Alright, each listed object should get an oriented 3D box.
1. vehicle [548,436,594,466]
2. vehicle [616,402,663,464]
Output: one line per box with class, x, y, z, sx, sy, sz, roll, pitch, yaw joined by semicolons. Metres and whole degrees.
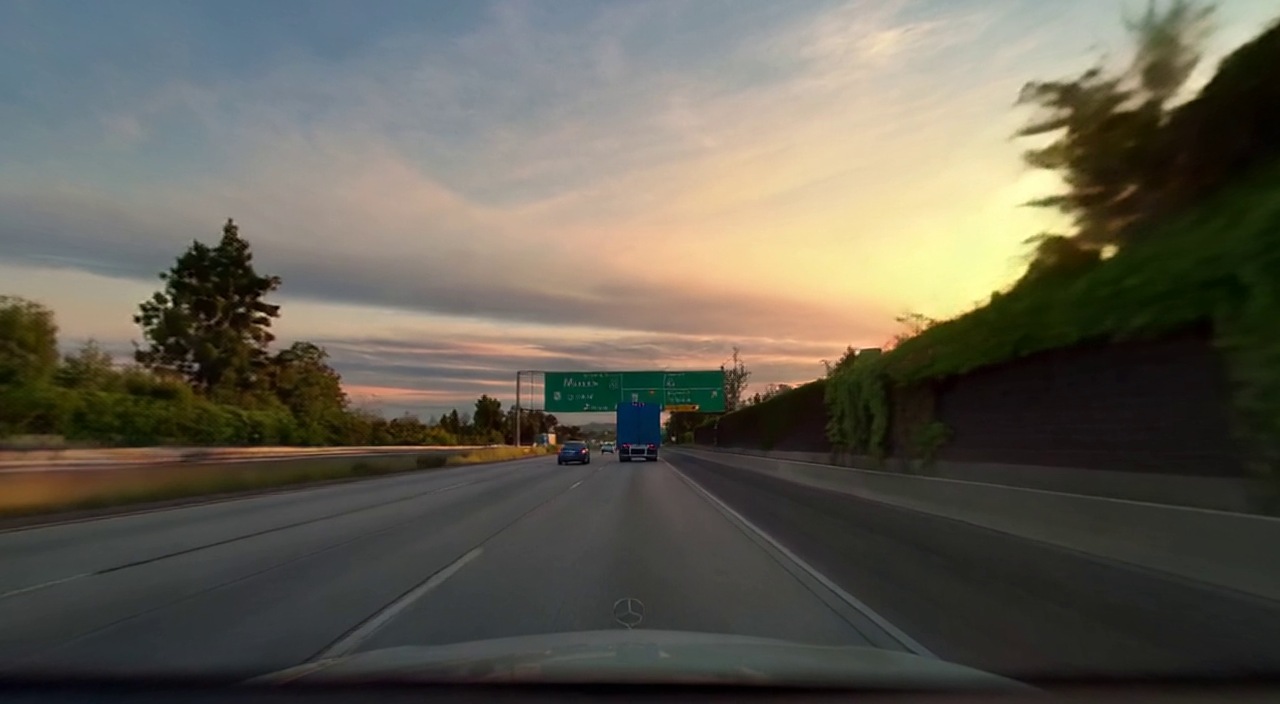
vehicle;-4.140;6.048;38.514;2.186;1.716;4.672;0;-8;0
vehicle;-0.130;6.485;49.417;3.078;4.031;16.069;0;-8;-1
